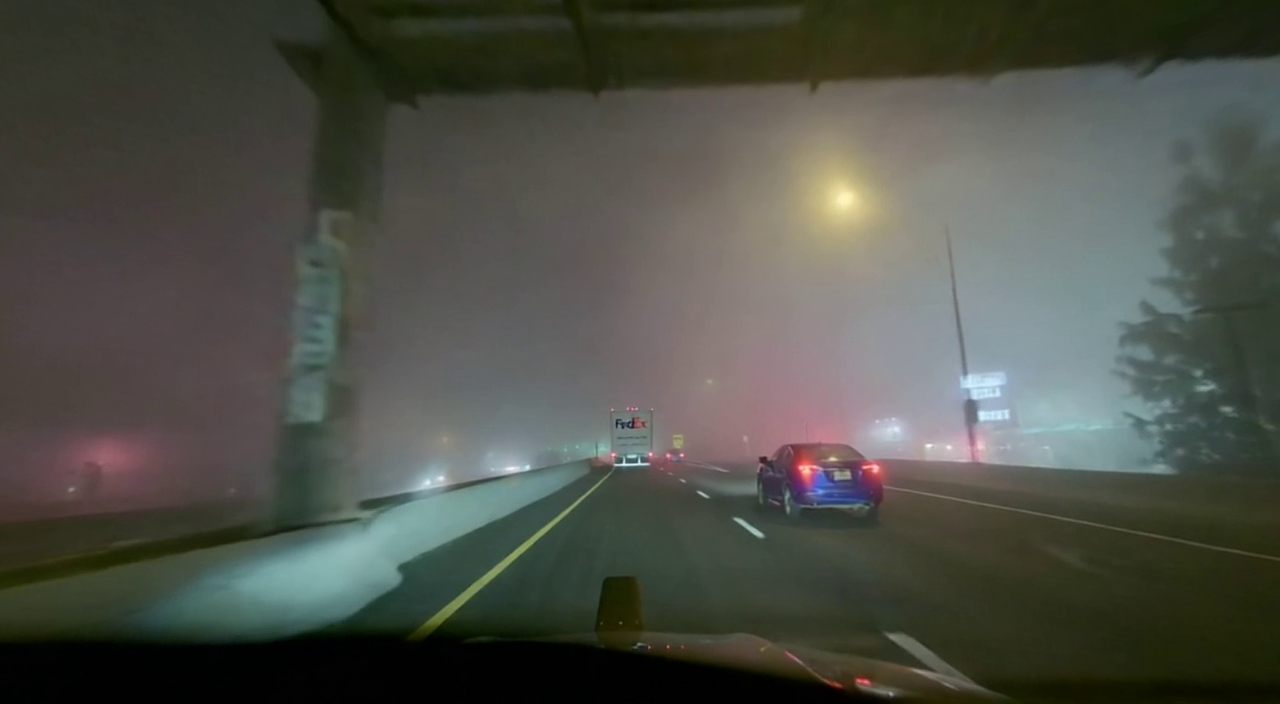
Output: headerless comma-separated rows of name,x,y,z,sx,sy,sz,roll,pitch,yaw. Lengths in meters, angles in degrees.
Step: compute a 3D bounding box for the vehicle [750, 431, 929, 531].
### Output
vehicle,3.526,2.372,12.114,1.966,1.558,4.238,0,-9,-1
